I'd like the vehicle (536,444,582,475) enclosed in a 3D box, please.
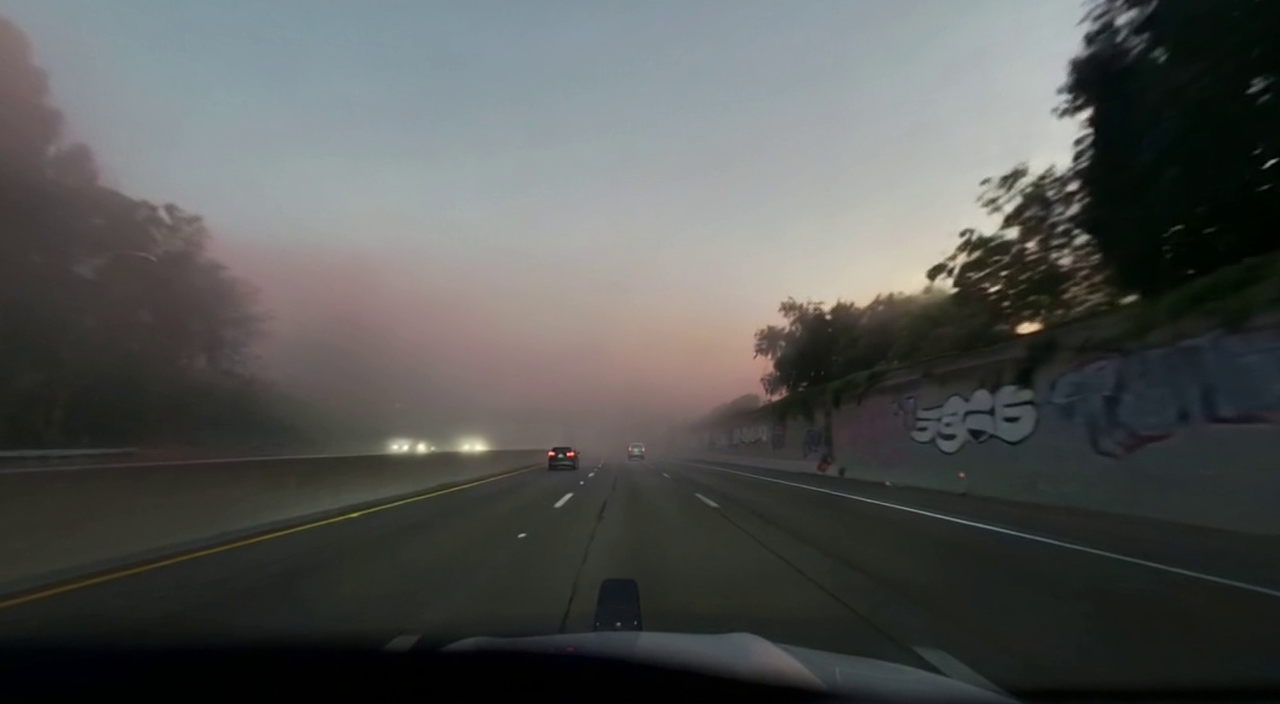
[{"bbox_3d":[-4.013,5.396,31.748,1.871,1.459,3.771,0,-9,-1],"label":"vehicle"}]
